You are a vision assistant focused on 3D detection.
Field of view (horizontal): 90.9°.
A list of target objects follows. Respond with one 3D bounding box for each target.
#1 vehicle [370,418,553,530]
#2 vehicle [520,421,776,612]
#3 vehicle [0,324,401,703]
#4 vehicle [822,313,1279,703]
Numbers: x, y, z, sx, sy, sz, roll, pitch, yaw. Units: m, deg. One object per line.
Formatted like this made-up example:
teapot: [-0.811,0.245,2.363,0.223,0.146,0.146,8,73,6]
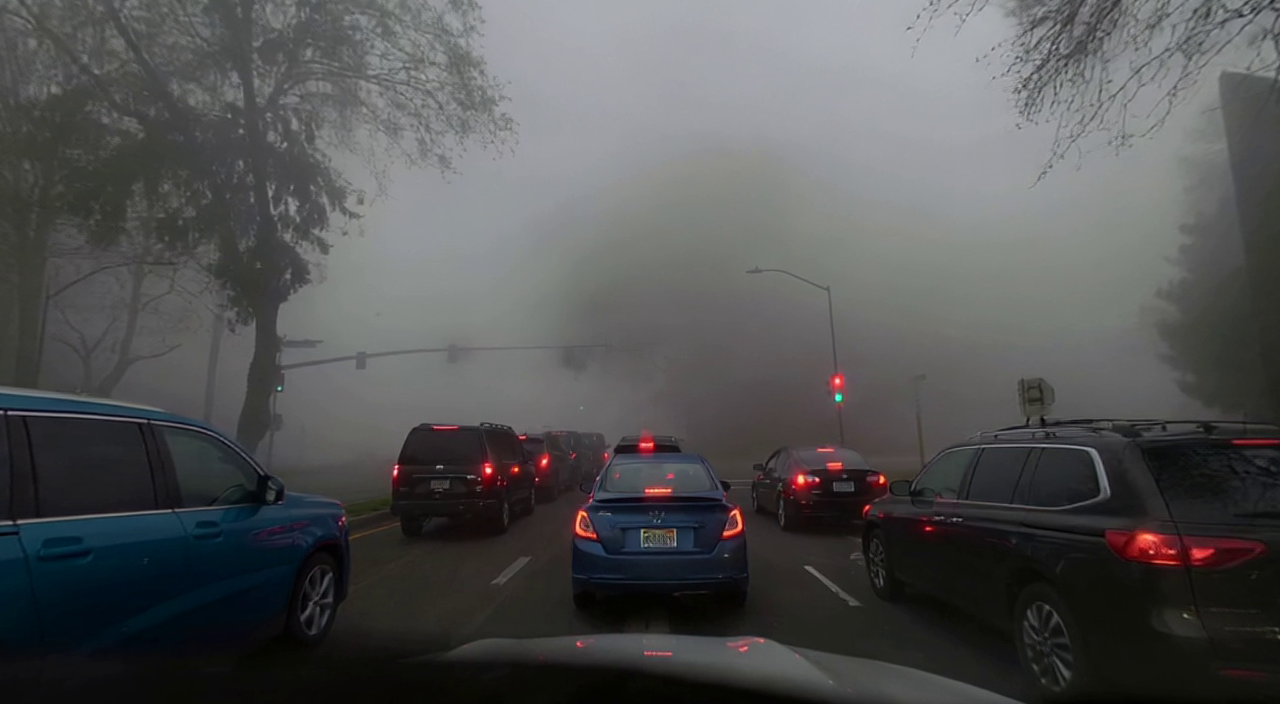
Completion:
vehicle: [-3.182,2.300,12.445,2.117,1.772,4.619,0,-8,2]
vehicle: [0.025,1.598,7.034,2.021,1.490,3.948,0,-8,-1]
vehicle: [-3.117,0.954,3.293,1.982,1.721,4.261,0,-8,1]
vehicle: [3.218,1.100,4.726,2.141,1.833,4.704,0,-8,-2]
